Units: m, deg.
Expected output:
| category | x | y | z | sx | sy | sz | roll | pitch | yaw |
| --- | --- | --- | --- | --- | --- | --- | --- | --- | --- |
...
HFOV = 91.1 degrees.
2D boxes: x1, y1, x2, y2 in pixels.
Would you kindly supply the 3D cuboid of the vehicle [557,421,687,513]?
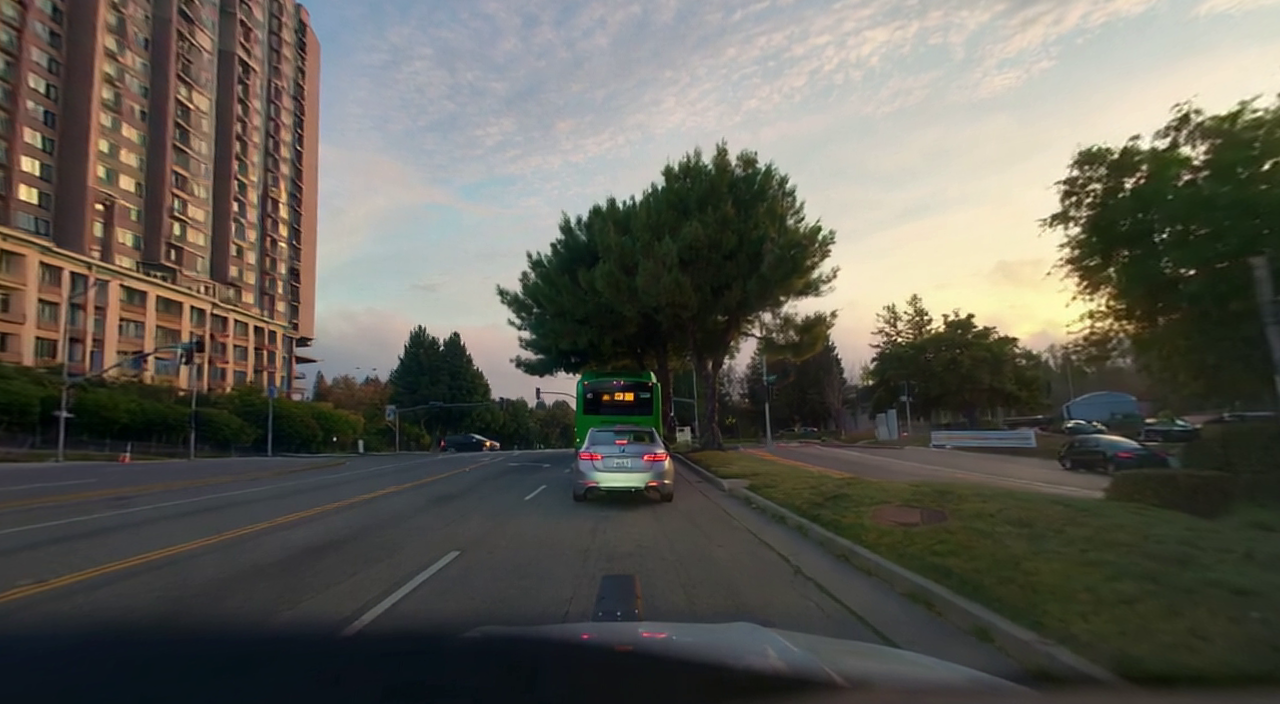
| category | x | y | z | sx | sy | sz | roll | pitch | yaw |
| --- | --- | --- | --- | --- | --- | --- | --- | --- | --- |
| vehicle | -0.330 | 2.091 | 12.056 | 2.064 | 1.452 | 3.942 | 0 | -7 | -1 |
